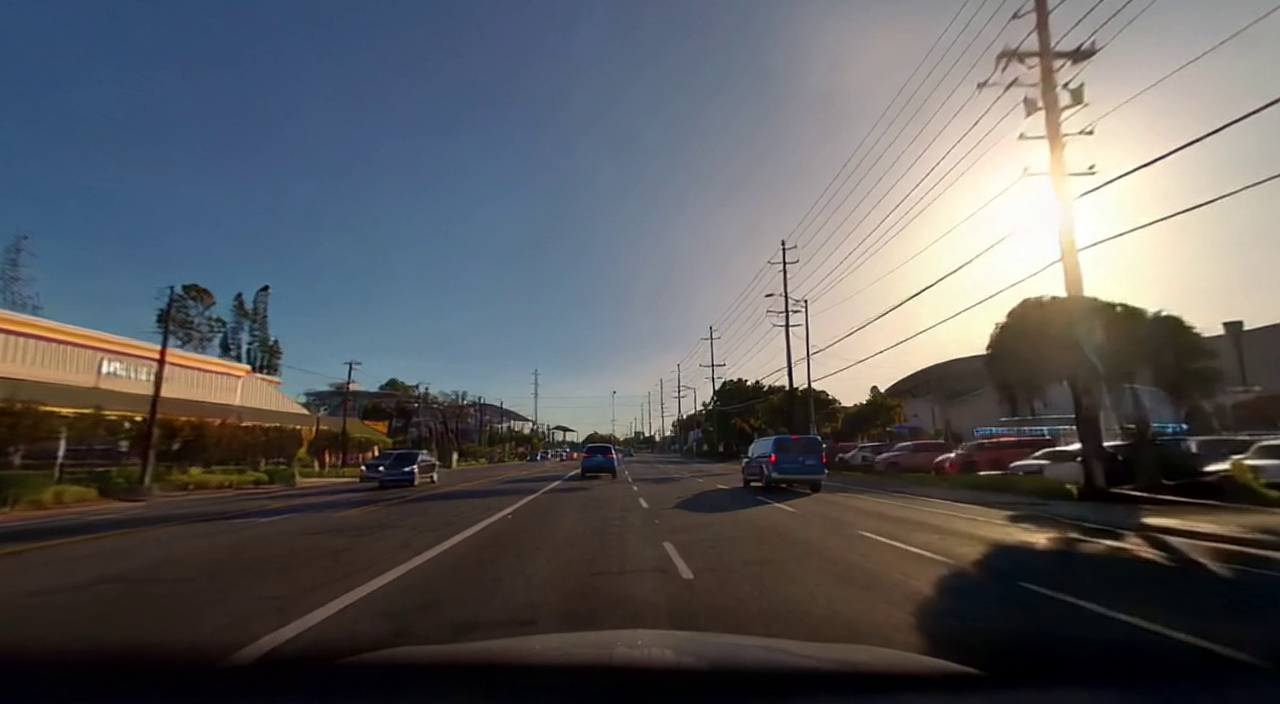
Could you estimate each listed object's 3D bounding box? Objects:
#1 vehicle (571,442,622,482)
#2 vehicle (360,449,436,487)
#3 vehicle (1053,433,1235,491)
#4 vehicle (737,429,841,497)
[{"bbox_3d":[-1.887,4.927,28.531,2.138,1.672,4.168,0,-9,-2],"label":"vehicle"},{"bbox_3d":[-11.845,5.676,31.180,2.080,1.688,4.473,0,-9,-2],"label":"vehicle"},{"bbox_3d":[16.619,3.613,20.937,4.323,1.466,1.878,-5,-8,-1],"label":"vehicle"},{"bbox_3d":[4.647,3.547,20.411,2.107,1.928,4.471,0,-9,-2],"label":"vehicle"}]
